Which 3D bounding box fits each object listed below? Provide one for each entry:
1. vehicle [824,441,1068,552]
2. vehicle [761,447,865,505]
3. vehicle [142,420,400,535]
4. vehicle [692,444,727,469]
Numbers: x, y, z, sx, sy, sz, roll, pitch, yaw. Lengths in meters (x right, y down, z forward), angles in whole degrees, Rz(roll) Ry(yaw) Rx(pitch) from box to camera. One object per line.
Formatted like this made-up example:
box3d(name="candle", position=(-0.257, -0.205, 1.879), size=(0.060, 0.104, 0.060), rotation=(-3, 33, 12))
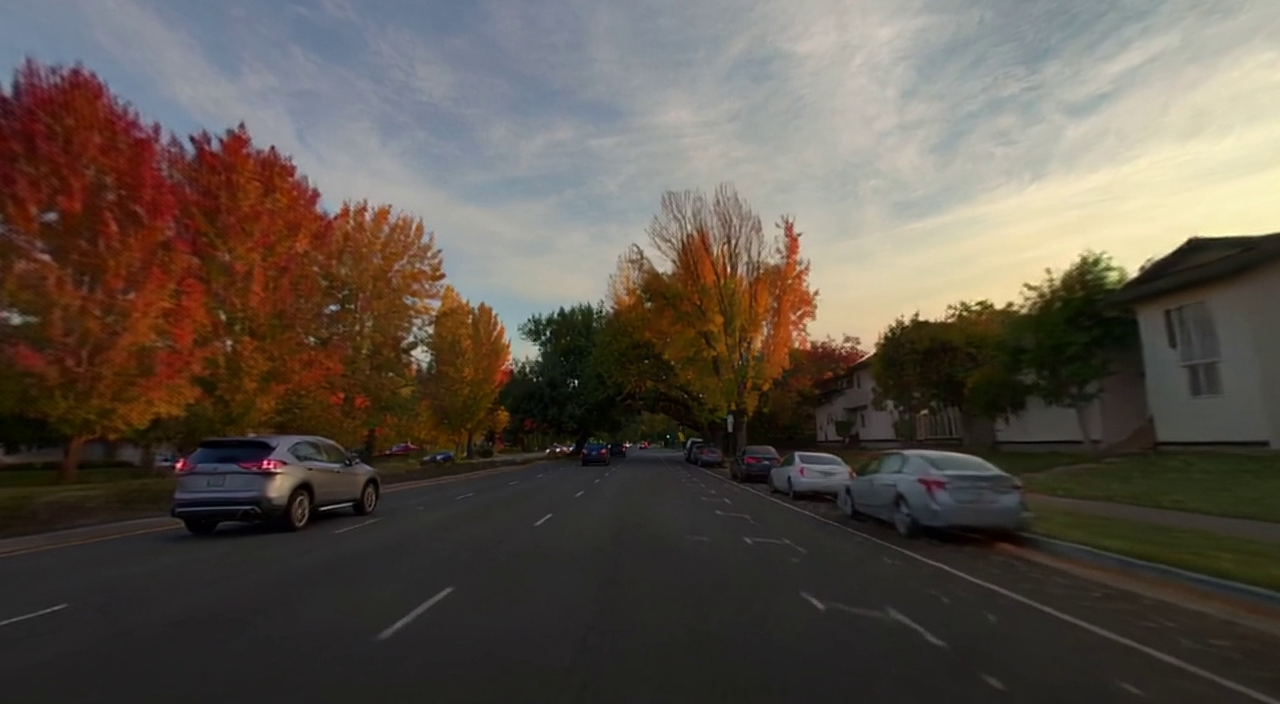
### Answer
box3d(name="vehicle", position=(4.906, 2.351, 11.068), size=(1.952, 1.505, 4.713), rotation=(0, -9, 0))
box3d(name="vehicle", position=(4.887, 3.536, 18.439), size=(1.824, 1.453, 4.374), rotation=(0, -9, 0))
box3d(name="vehicle", position=(-6.484, 2.247, 11.869), size=(2.034, 1.711, 4.512), rotation=(0, -9, 1))
box3d(name="vehicle", position=(4.957, 7.515, 45.348), size=(1.950, 1.668, 4.414), rotation=(1, -9, -1))
